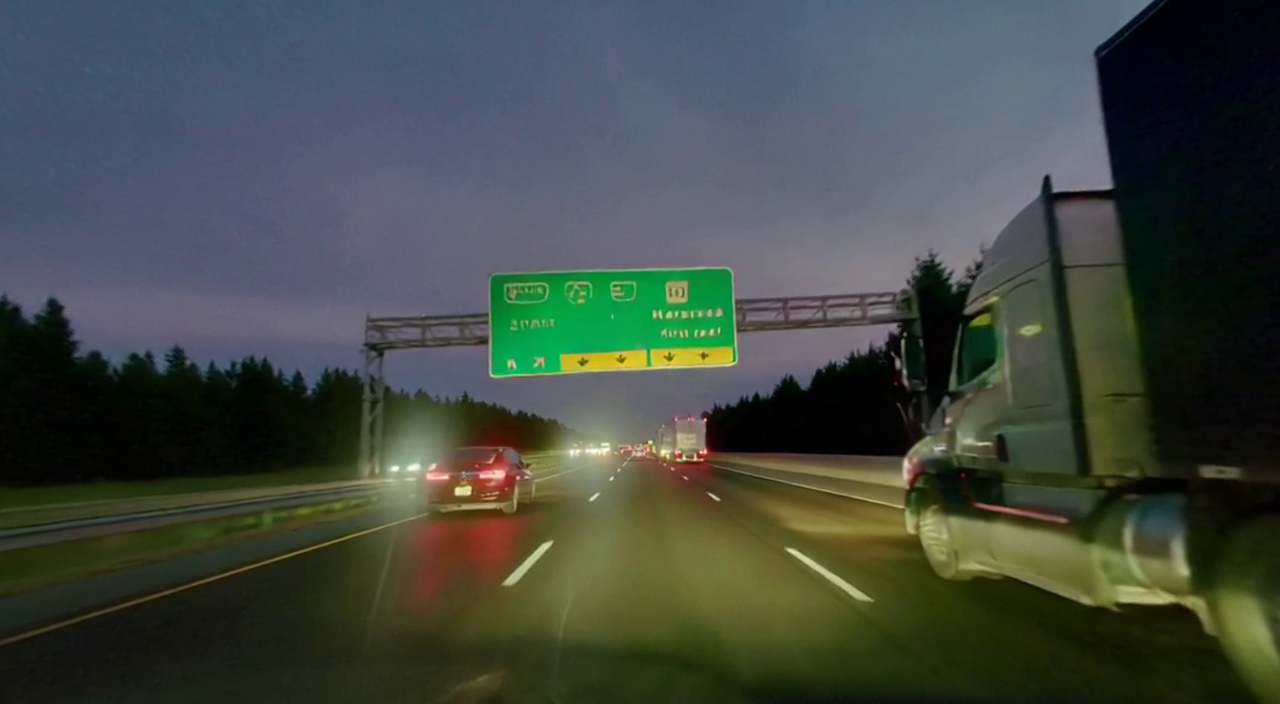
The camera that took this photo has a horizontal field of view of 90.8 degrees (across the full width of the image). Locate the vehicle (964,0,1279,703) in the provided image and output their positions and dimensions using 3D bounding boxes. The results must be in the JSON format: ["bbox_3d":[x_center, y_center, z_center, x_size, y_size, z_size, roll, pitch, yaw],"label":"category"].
[{"bbox_3d":[4.398,-0.223,2.492,2.947,3.957,5.916,0,-9,0],"label":"vehicle"}]

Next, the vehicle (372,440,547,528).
[{"bbox_3d":[-3.353,2.570,12.868,2.121,1.445,4.651,0,-9,1],"label":"vehicle"}]
